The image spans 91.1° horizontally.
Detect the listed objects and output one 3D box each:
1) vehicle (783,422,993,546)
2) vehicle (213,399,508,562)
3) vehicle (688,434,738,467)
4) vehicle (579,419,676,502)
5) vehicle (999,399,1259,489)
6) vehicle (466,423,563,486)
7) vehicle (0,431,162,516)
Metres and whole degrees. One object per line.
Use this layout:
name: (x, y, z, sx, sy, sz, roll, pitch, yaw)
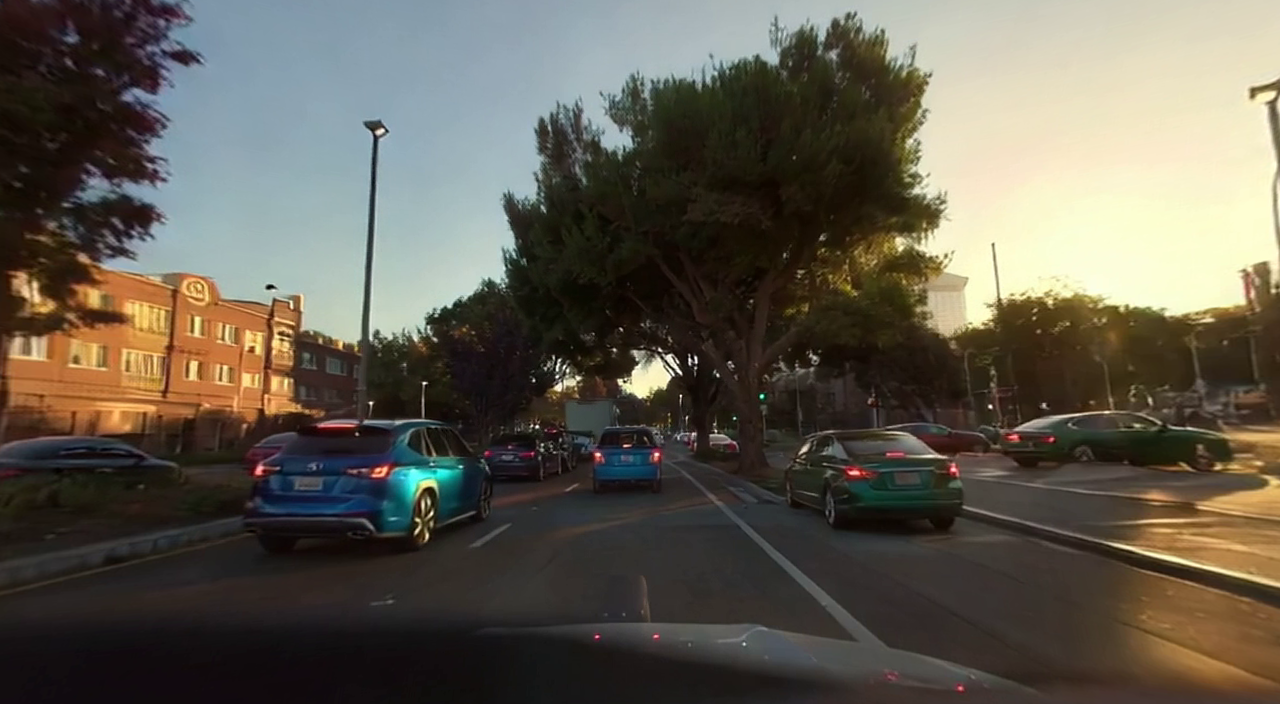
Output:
vehicle: (3.597, 1.965, 9.970, 1.847, 1.554, 3.885, 0, -8, 2)
vehicle: (-3.417, 1.671, 8.844, 2.047, 1.710, 4.314, 0, -8, 2)
vehicle: (3.398, 4.687, 29.981, 1.948, 1.475, 4.093, 0, -8, 0)
vehicle: (-0.216, 2.561, 15.170, 2.022, 1.700, 4.084, 0, -8, 1)
vehicle: (12.525, 2.396, 16.408, 4.991, 1.978, 2.090, -8, -11, 42)
vehicle: (-3.686, 3.125, 19.307, 2.012, 1.701, 4.316, 0, -8, 1)
vehicle: (-12.397, 2.399, 12.793, 1.843, 1.509, 4.301, 0, -8, 1)
